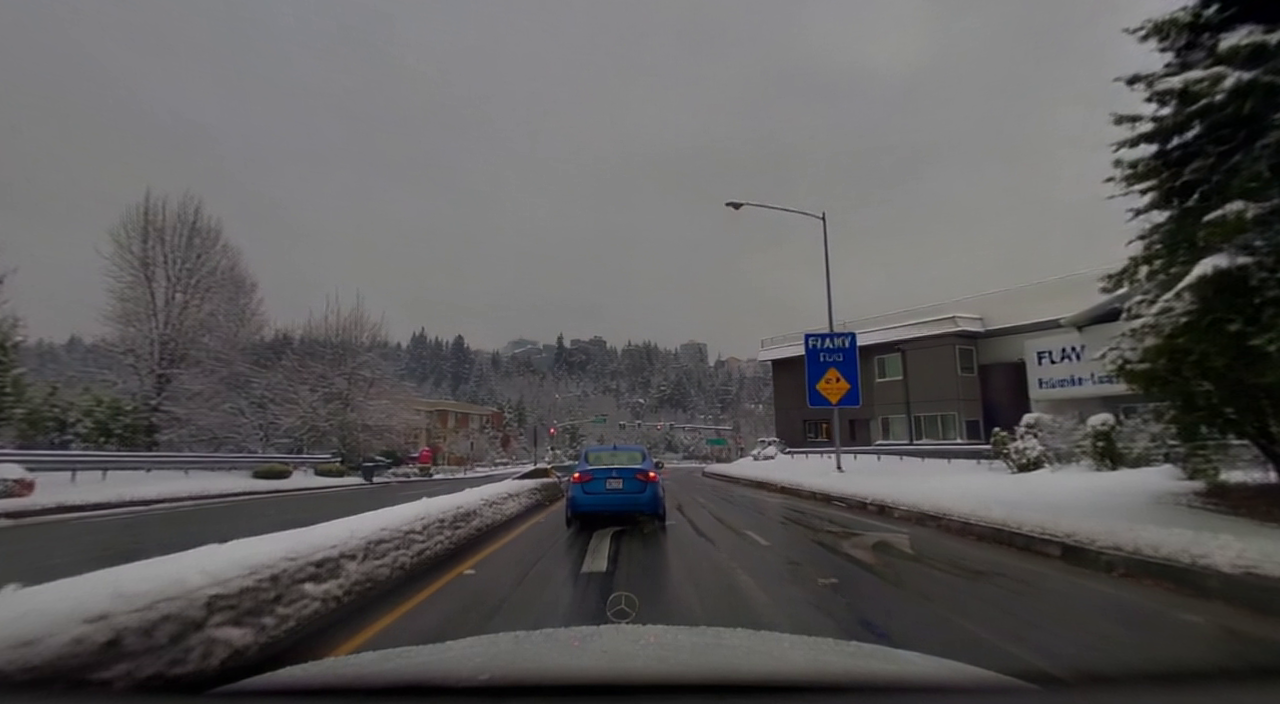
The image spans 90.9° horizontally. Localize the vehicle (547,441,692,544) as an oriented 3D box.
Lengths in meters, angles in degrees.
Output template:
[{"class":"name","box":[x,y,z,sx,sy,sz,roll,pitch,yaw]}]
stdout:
[{"class":"vehicle","box":[-0.329,2.318,11.025,2.063,1.442,3.933,0,-9,-1]}]
